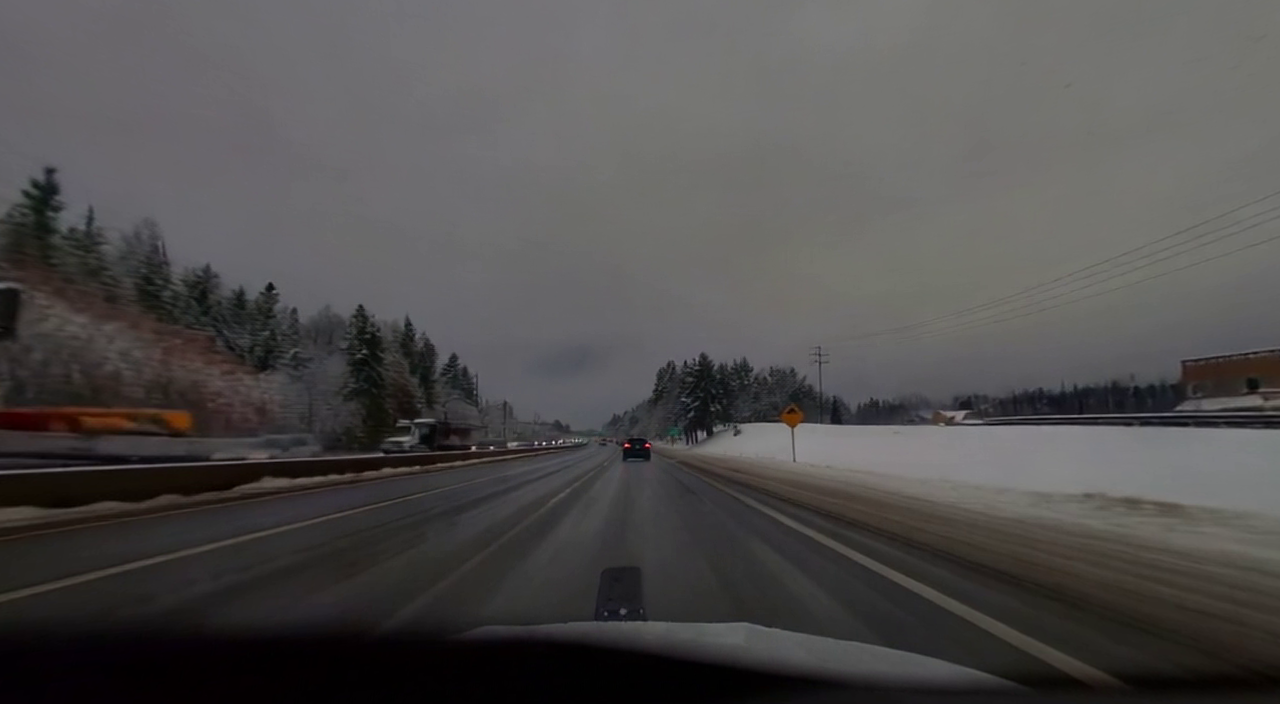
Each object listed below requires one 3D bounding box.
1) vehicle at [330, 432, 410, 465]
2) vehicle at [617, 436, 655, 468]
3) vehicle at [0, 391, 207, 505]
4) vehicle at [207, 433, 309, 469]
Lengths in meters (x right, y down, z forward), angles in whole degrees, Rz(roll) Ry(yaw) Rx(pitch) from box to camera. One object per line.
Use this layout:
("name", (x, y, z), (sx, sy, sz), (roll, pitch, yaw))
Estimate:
("vehicle", (-17.725, 6.375, 41.671), (2.609, 2.002, 6.224), (0, -8, -1))
("vehicle", (-0.278, 5.714, 36.038), (2.029, 1.666, 4.064), (0, -8, -2))
("vehicle", (-17.352, 2.174, 14.093), (2.980, 2.800, 17.319), (0, -8, 1))
("vehicle", (-22.302, 5.828, 37.034), (2.308, 1.924, 5.804), (0, -8, 0))
